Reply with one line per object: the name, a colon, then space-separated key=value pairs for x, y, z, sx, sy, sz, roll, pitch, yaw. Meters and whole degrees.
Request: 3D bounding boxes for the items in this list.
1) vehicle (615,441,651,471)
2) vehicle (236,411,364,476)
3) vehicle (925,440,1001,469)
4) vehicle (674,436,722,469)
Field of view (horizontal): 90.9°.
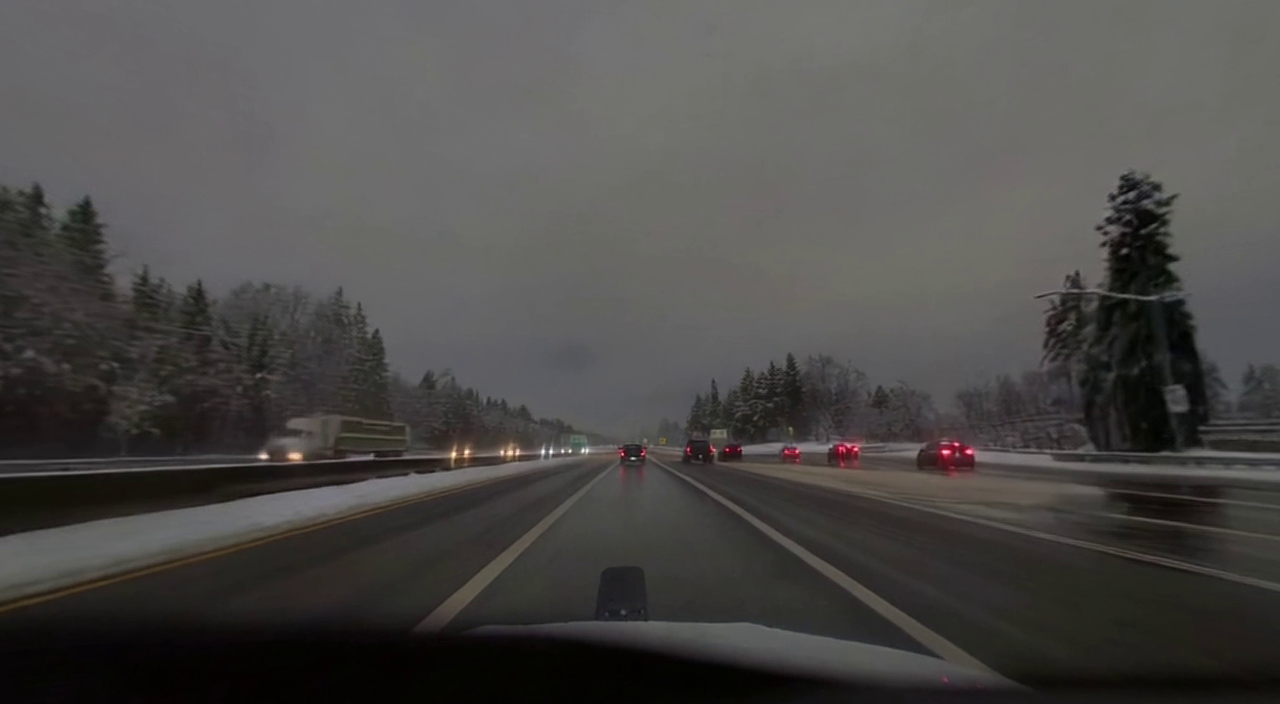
vehicle: x=-0.384 y=6.393 z=39.070 sx=2.105 sy=1.711 sz=4.293 roll=0 pitch=-9 yaw=0
vehicle: x=-18.900 y=5.230 z=35.867 sx=2.928 sy=3.257 sz=7.814 roll=0 pitch=-9 yaw=-1
vehicle: x=17.210 y=5.473 z=33.900 sx=1.872 sy=1.459 sz=4.502 roll=-1 pitch=-8 yaw=3
vehicle: x=3.755 y=6.664 z=41.913 sx=2.505 sy=2.020 sz=5.532 roll=0 pitch=-9 yaw=-1
